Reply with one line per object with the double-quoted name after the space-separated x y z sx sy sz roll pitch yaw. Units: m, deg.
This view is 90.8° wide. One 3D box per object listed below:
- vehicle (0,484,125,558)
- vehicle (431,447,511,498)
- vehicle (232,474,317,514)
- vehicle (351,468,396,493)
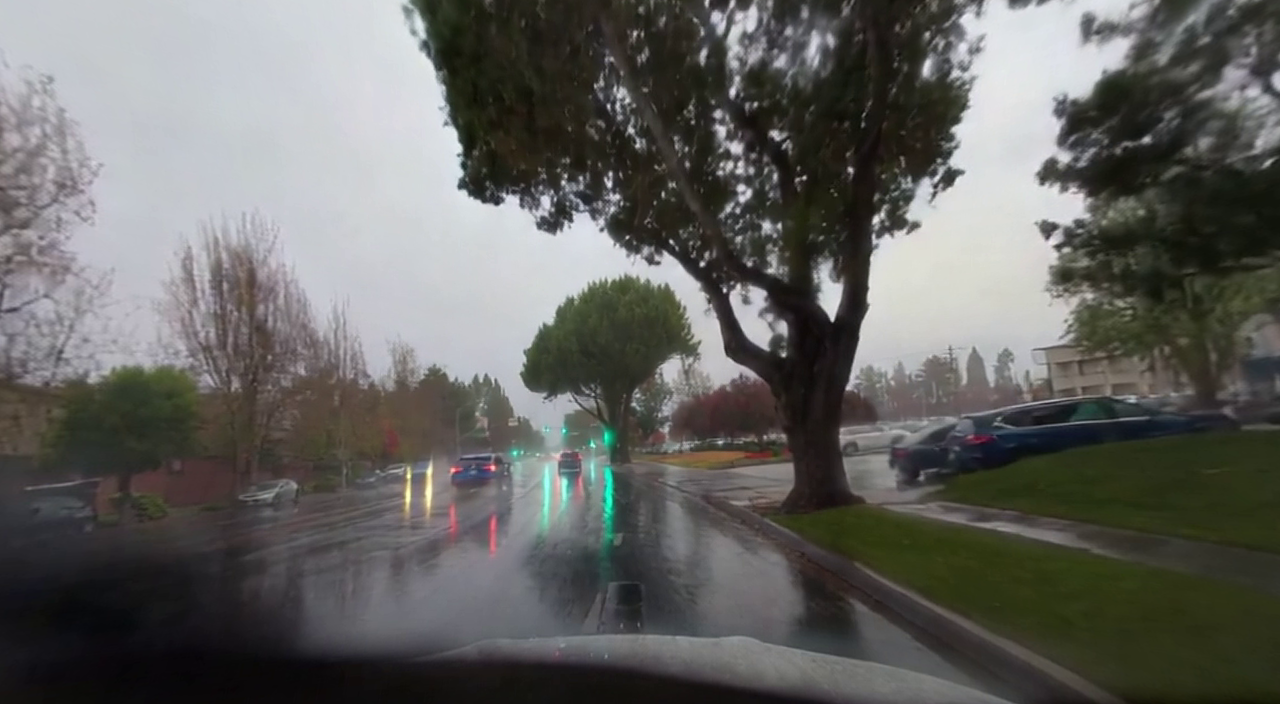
-16.245 4.448 16.775 1.898 1.477 4.184 -2 -8 -5 "vehicle"
-6.431 4.603 24.606 2.097 1.755 4.336 0 -9 -3 "vehicle"
-17.885 6.907 31.142 1.874 1.392 4.633 -5 -8 -7 "vehicle"
-19.636 9.469 46.715 1.880 1.476 4.715 -2 -8 -8 "vehicle"
